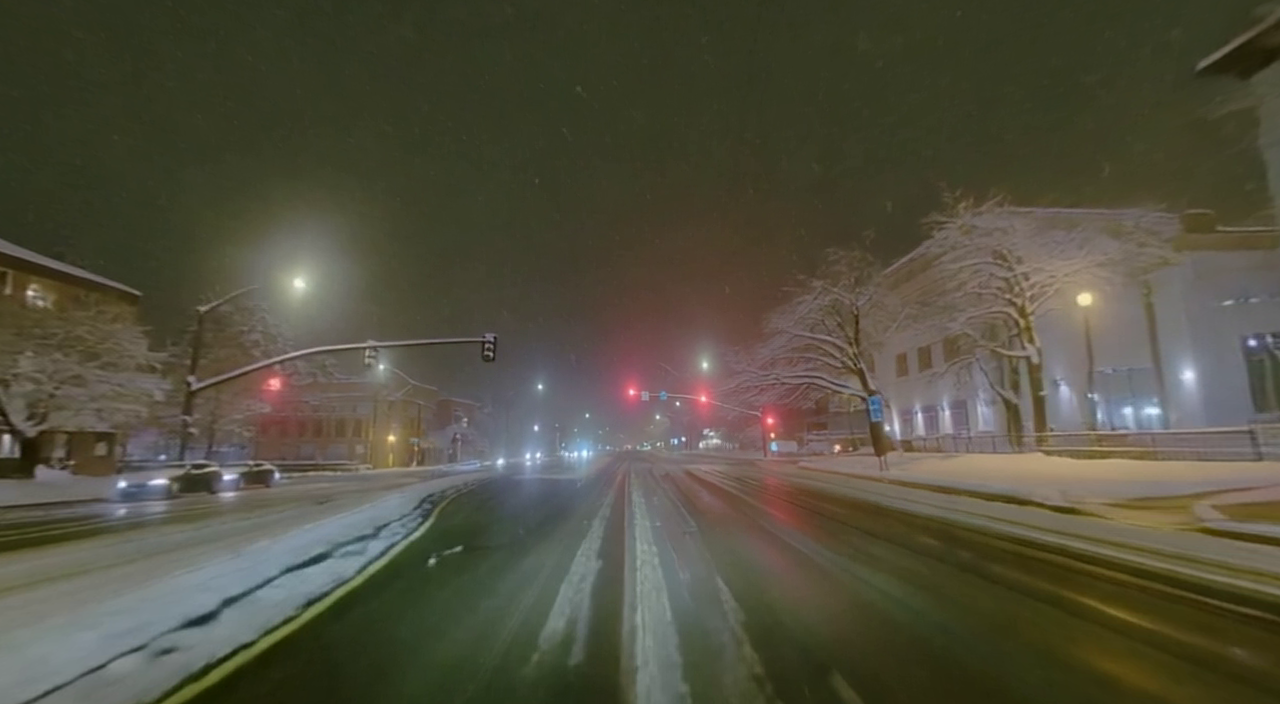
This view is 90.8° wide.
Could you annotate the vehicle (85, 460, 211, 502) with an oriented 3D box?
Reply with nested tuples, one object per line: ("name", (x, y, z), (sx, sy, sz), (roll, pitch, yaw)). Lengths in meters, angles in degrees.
("vehicle", (-19.926, 5.201, 25.822), (1.713, 1.499, 4.040), (-1, -9, 3))

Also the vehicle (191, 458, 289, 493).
("vehicle", (-19.750, 6.082, 31.469), (1.911, 1.458, 4.547), (-1, -8, 0))
